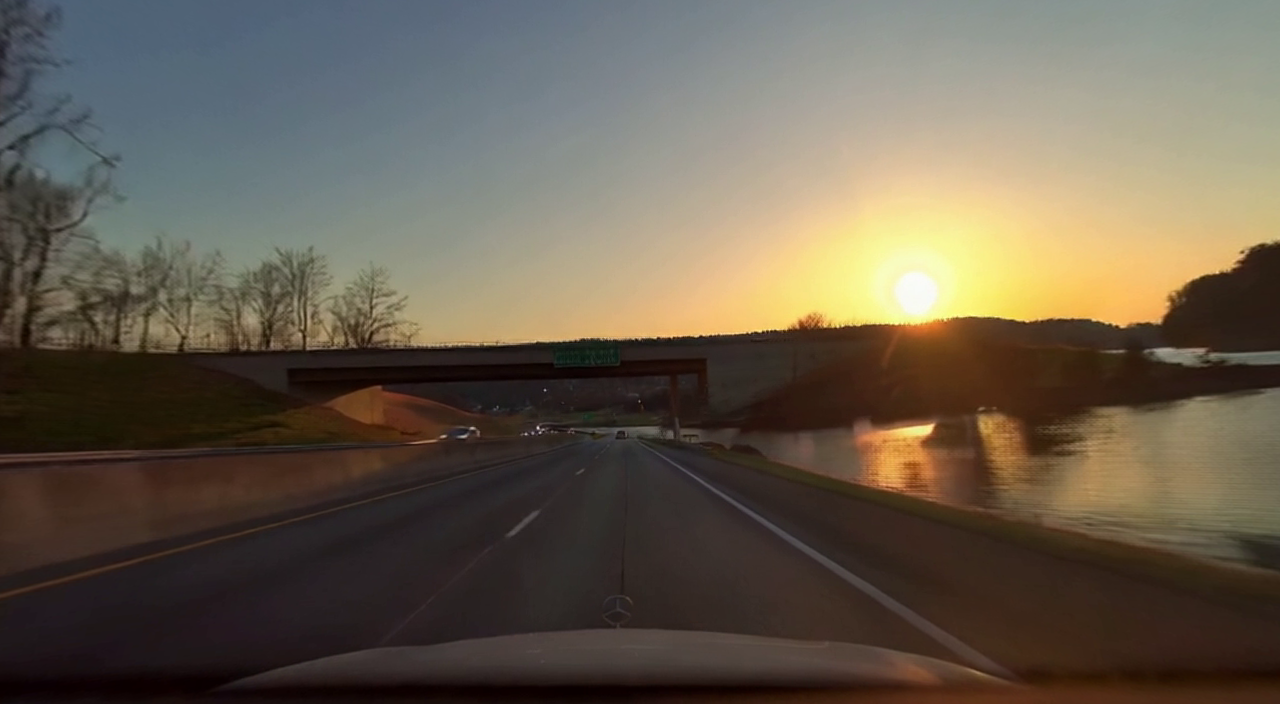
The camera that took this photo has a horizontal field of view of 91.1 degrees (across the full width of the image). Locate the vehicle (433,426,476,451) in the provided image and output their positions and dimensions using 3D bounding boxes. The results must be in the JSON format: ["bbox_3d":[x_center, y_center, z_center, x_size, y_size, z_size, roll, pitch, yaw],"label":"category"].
[{"bbox_3d":[-14.378,6.731,48.968,1.990,1.808,4.311,0,-8,0],"label":"vehicle"}]
